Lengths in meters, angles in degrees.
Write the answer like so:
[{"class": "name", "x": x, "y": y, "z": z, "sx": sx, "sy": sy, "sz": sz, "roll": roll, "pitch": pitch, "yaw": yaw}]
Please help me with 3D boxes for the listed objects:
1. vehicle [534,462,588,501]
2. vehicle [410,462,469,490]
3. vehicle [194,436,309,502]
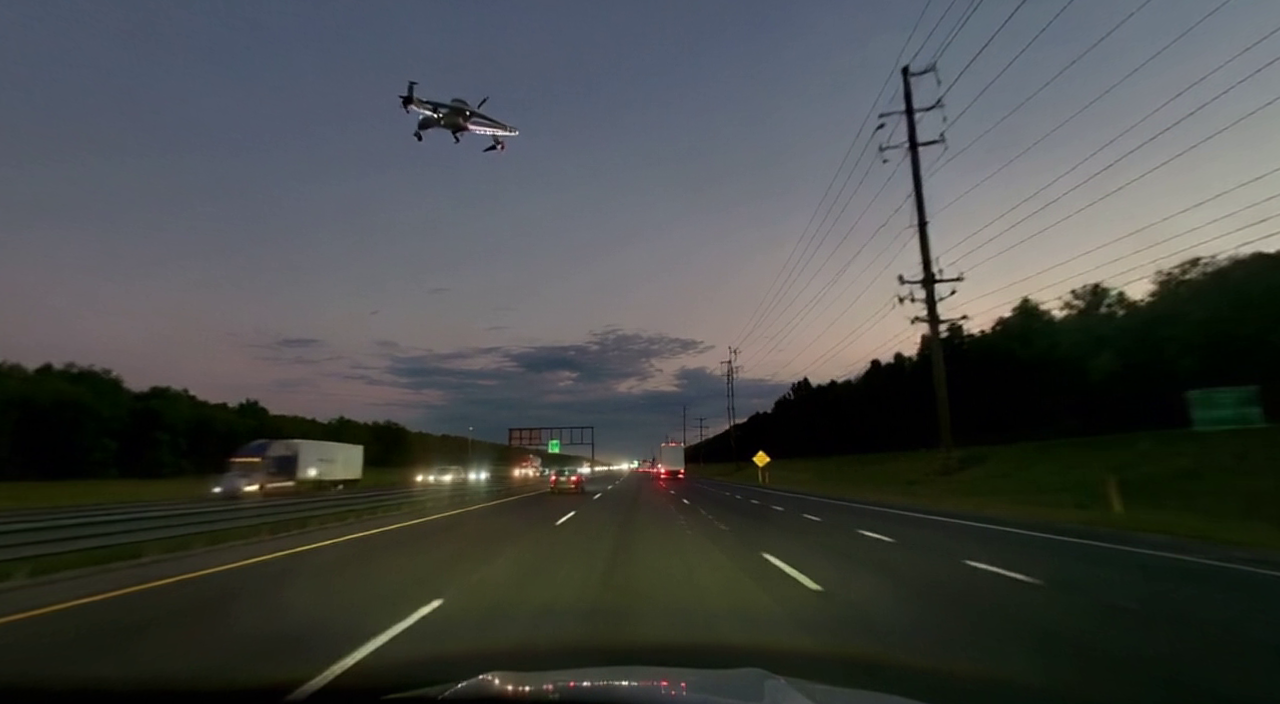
[{"class": "vehicle", "x": -3.519, "y": 5.856, "z": 28.749, "sx": 1.942, "sy": 1.597, "sz": 3.943, "roll": 1, "pitch": -11, "yaw": 0}, {"class": "vehicle", "x": -12.245, "y": 7.626, "z": 38.773, "sx": 2.013, "sy": 1.575, "sz": 4.759, "roll": 1, "pitch": -11, "yaw": 0}, {"class": "vehicle", "x": -23.452, "y": 7.136, "z": 38.526, "sx": 2.967, "sy": 3.641, "sz": 5.986, "roll": 1, "pitch": -11, "yaw": 0}]
